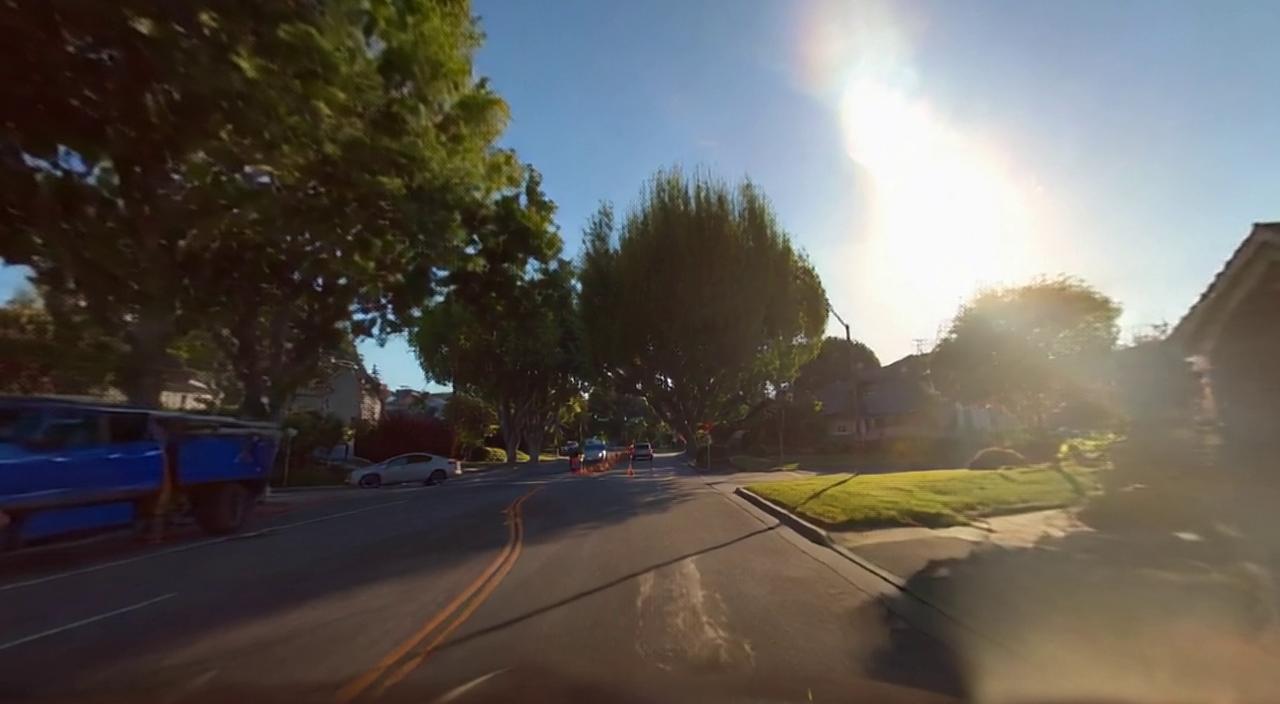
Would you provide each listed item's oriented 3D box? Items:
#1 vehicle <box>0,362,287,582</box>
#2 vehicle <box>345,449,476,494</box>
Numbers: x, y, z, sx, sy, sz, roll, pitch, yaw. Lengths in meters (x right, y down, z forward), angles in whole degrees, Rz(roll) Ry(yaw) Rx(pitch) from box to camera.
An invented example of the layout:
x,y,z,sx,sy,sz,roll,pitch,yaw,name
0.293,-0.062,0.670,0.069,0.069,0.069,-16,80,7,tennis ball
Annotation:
x,y,z,sx,sy,sz,roll,pitch,yaw,name
-9.373,1.941,10.279,2.816,2.723,7.506,-4,-9,1,vehicle
-9.392,4.919,26.060,4.594,1.696,1.971,1,-9,-1,vehicle
